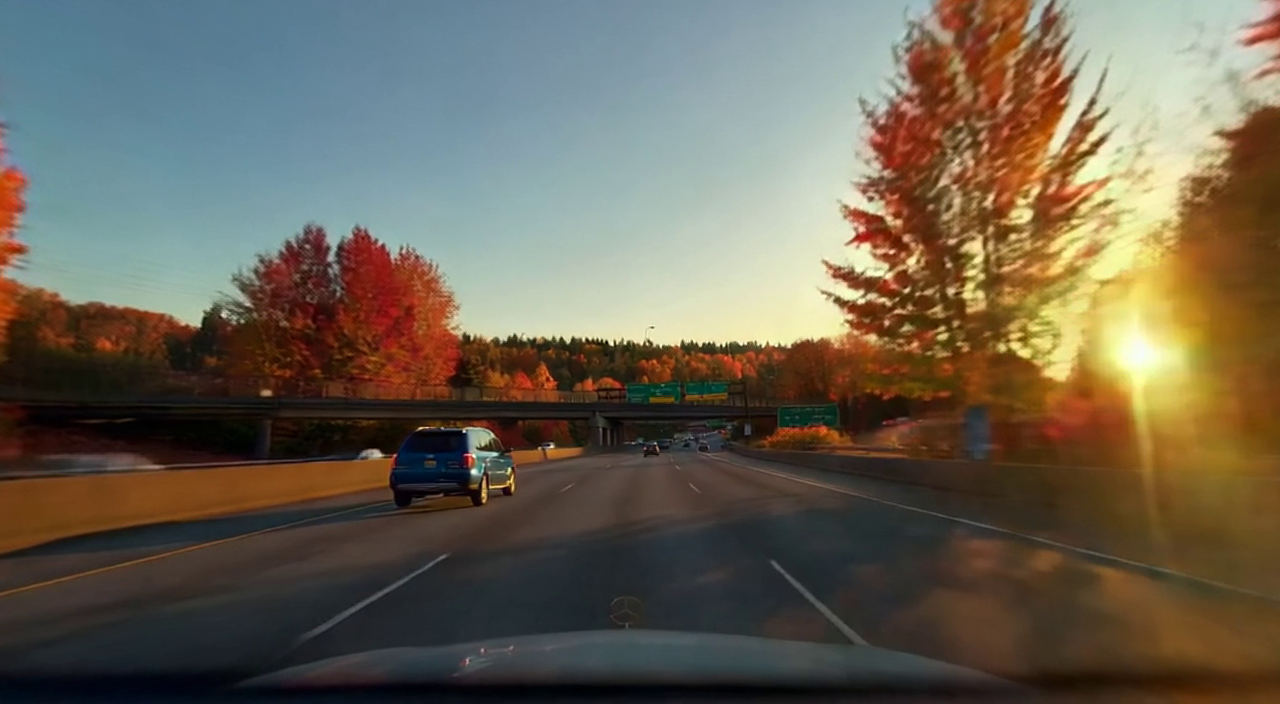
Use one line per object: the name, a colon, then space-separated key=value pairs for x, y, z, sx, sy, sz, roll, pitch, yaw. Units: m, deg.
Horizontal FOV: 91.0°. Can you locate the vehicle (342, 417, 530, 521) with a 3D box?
vehicle: x=-3.765 y=2.254 z=12.646 sx=2.177 sy=1.707 sz=4.432 roll=0 pitch=-8 yaw=1

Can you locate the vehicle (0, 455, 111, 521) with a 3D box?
vehicle: x=-16.492 y=3.471 z=16.211 sx=1.825 sy=1.529 sz=4.419 roll=0 pitch=-8 yaw=0
